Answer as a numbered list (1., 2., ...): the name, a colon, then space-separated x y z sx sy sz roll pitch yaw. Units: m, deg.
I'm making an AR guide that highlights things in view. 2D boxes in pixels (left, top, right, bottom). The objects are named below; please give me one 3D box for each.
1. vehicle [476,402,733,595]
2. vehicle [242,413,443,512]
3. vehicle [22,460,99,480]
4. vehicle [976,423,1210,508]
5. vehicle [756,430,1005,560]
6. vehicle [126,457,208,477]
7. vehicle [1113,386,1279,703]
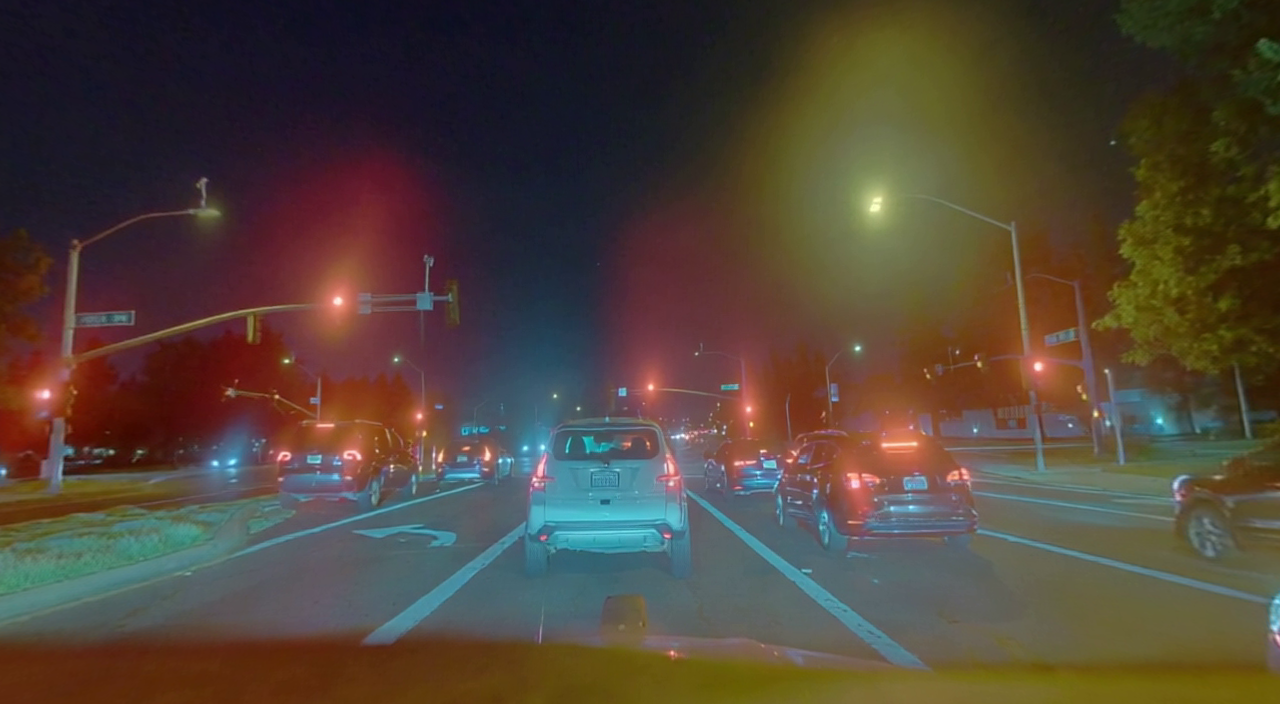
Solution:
1. vehicle: -0.301 1.593 7.637 2.256 1.694 4.055 0 -8 0
2. vehicle: -6.699 2.561 15.008 2.214 1.953 5.017 0 -8 1
3. vehicle: -45.611 9.286 49.454 4.232 1.498 1.791 0 -8 1
4. vehicle: 9.913 2.511 14.320 2.085 1.631 4.337 0 -8 0
5. vehicle: 3.173 1.972 9.491 1.971 1.473 4.495 0 -8 0
6. vehicle: -37.258 9.065 49.518 4.914 1.487 1.850 0 -8 0
7. vehicle: 3.312 0.674 0.836 1.980 1.515 4.362 0 -8 1
